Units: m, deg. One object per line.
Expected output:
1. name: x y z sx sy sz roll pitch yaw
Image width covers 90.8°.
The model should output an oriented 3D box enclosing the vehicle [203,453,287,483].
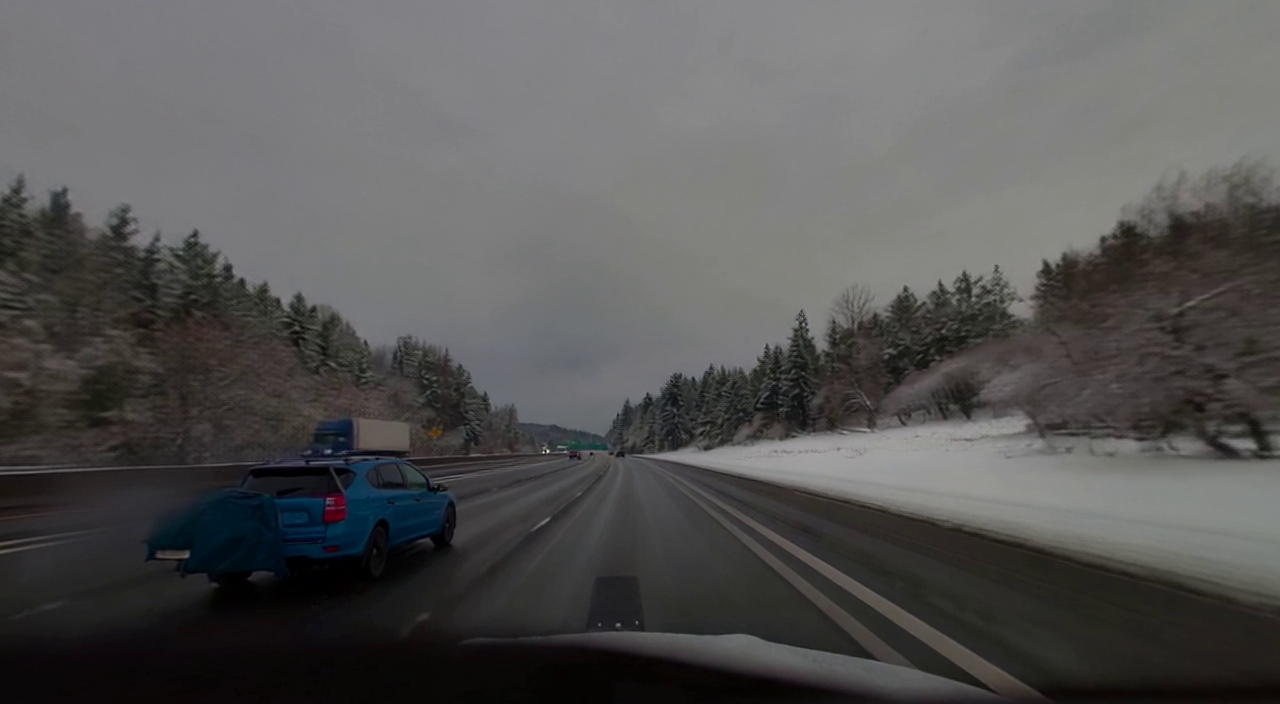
1. vehicle: -21.746 6.382 34.946 1.997 1.507 4.137 0 -9 -1
